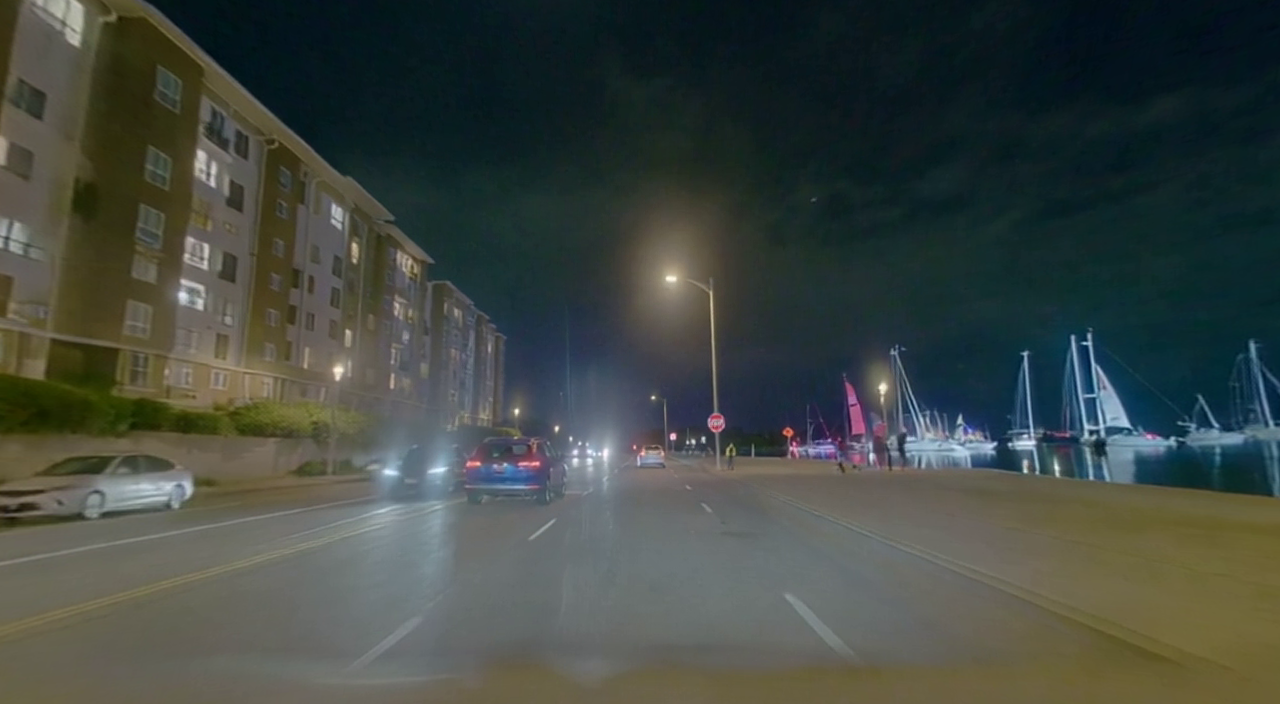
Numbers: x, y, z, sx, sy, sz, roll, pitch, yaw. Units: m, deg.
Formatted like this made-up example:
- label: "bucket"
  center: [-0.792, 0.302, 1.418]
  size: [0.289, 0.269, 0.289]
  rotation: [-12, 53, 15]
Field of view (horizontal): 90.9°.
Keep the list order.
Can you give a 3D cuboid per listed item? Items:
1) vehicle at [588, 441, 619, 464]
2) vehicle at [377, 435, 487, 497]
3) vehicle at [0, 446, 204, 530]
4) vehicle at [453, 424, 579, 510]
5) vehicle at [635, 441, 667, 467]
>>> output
- label: "vehicle"
  center: [-2.836, 7.895, 49.567]
  size: [2.056, 1.680, 4.205]
  rotation: [-1, -8, 1]
- label: "vehicle"
  center: [-6.526, 3.597, 20.354]
  size: [1.987, 1.751, 4.308]
  rotation: [-1, -8, 1]
- label: "vehicle"
  center: [-13.408, 3.177, 15.448]
  size: [2.128, 1.716, 4.479]
  rotation: [-1, -8, 2]
- label: "vehicle"
  center: [-2.889, 2.814, 15.915]
  size: [2.082, 1.817, 4.724]
  rotation: [-1, -8, 2]
- label: "vehicle"
  center: [0.755, 6.939, 43.080]
  size: [2.057, 1.624, 3.726]
  rotation: [-1, -8, 2]
